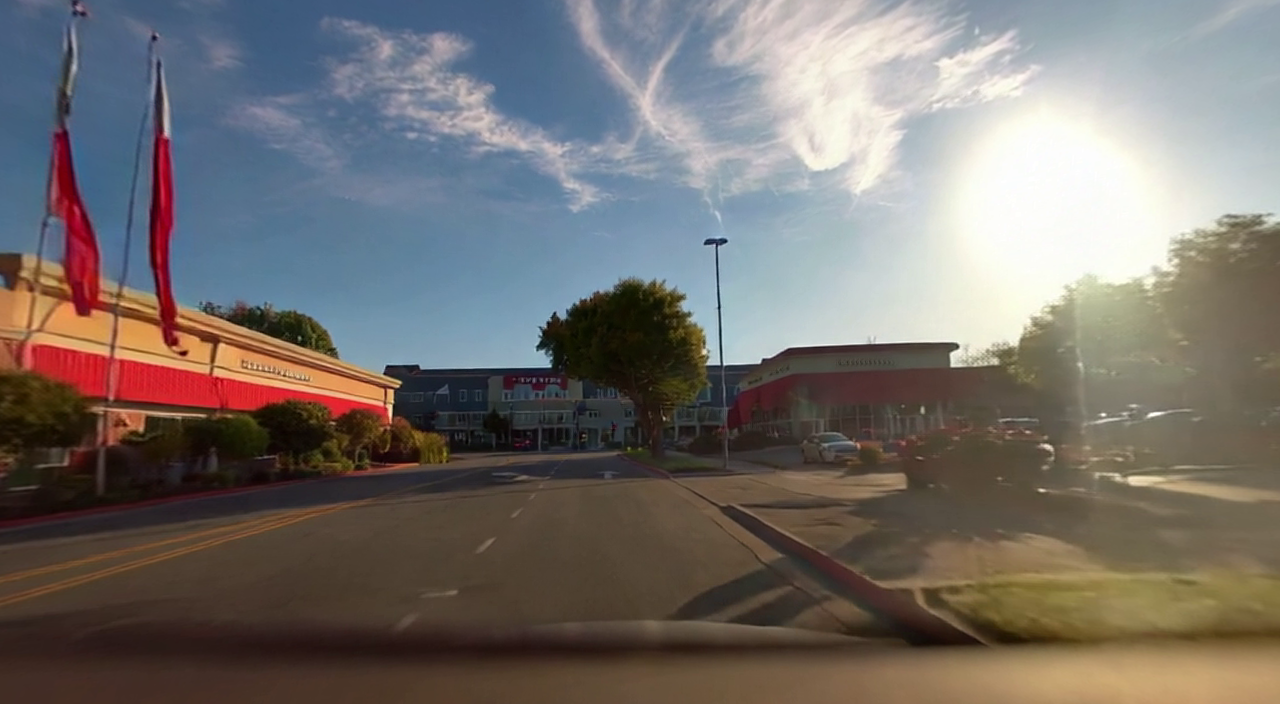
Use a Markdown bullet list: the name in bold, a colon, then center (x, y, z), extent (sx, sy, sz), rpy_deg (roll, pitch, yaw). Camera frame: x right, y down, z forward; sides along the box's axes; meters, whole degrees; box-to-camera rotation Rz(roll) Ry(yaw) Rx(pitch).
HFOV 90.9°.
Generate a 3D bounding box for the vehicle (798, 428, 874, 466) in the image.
- **vehicle**: center (8.446, 4.107, 27.437), extent (1.769, 1.516, 3.520), rpy_deg (1, -8, -8)
